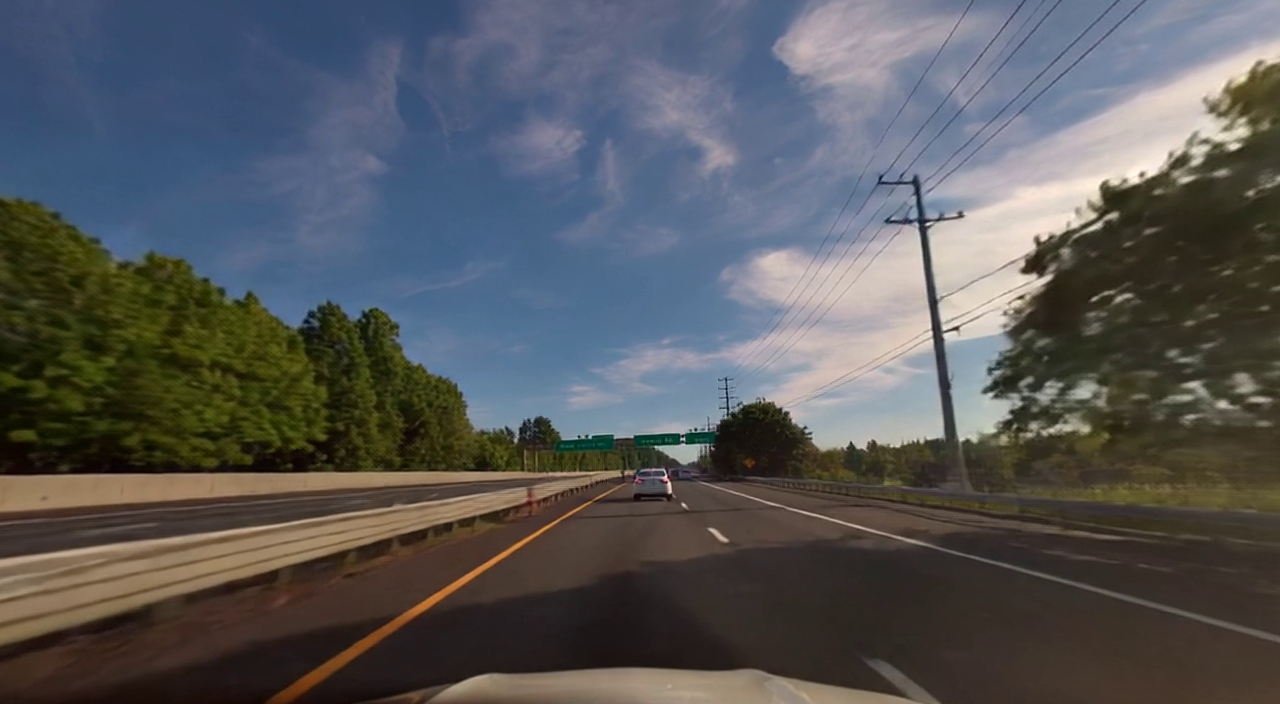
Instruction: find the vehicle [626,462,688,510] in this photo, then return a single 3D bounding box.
[{"bbox_3d":[0.552,4.647,22.078,1.987,1.480,3.786,1,-11,0],"label":"vehicle"}]
